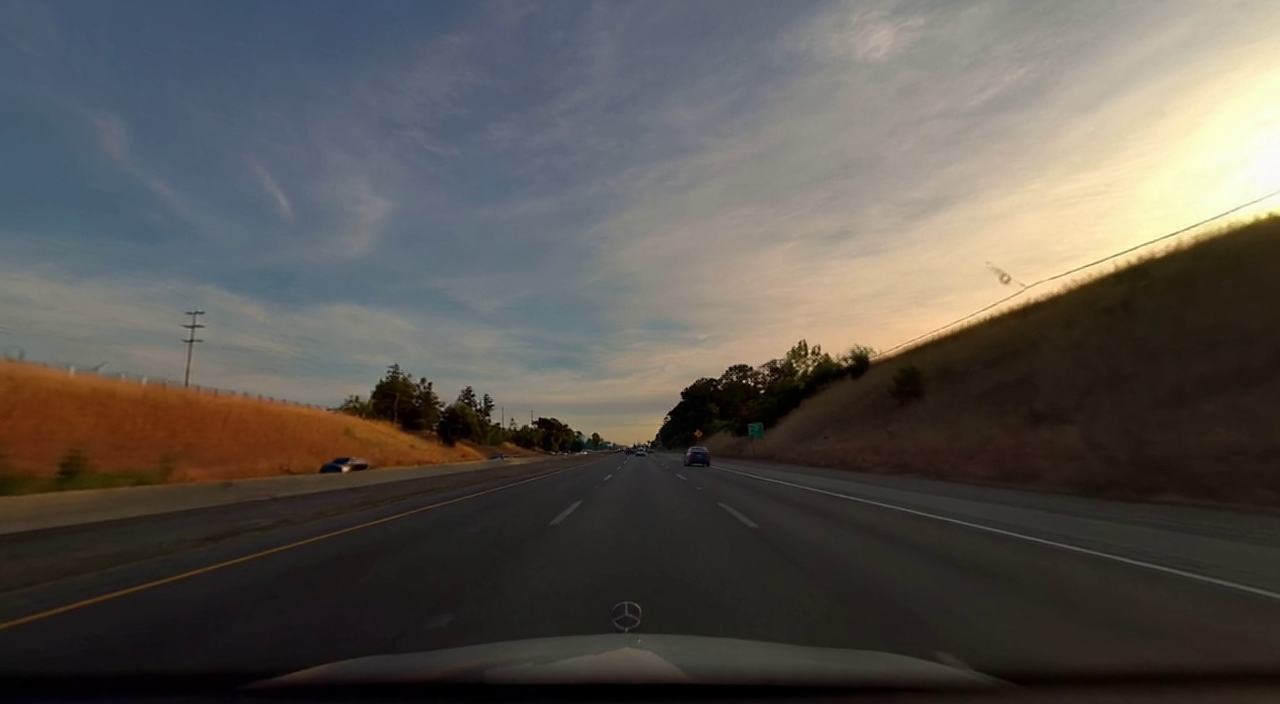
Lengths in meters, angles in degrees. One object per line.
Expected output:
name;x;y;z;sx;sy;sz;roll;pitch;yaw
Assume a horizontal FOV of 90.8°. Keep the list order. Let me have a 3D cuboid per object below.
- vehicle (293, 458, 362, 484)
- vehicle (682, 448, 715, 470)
vehicle;-19.874;7.569;40.355;1.992;1.434;4.625;0;-9;1
vehicle;4.216;7.803;46.150;1.934;1.498;3.838;0;-9;-2
